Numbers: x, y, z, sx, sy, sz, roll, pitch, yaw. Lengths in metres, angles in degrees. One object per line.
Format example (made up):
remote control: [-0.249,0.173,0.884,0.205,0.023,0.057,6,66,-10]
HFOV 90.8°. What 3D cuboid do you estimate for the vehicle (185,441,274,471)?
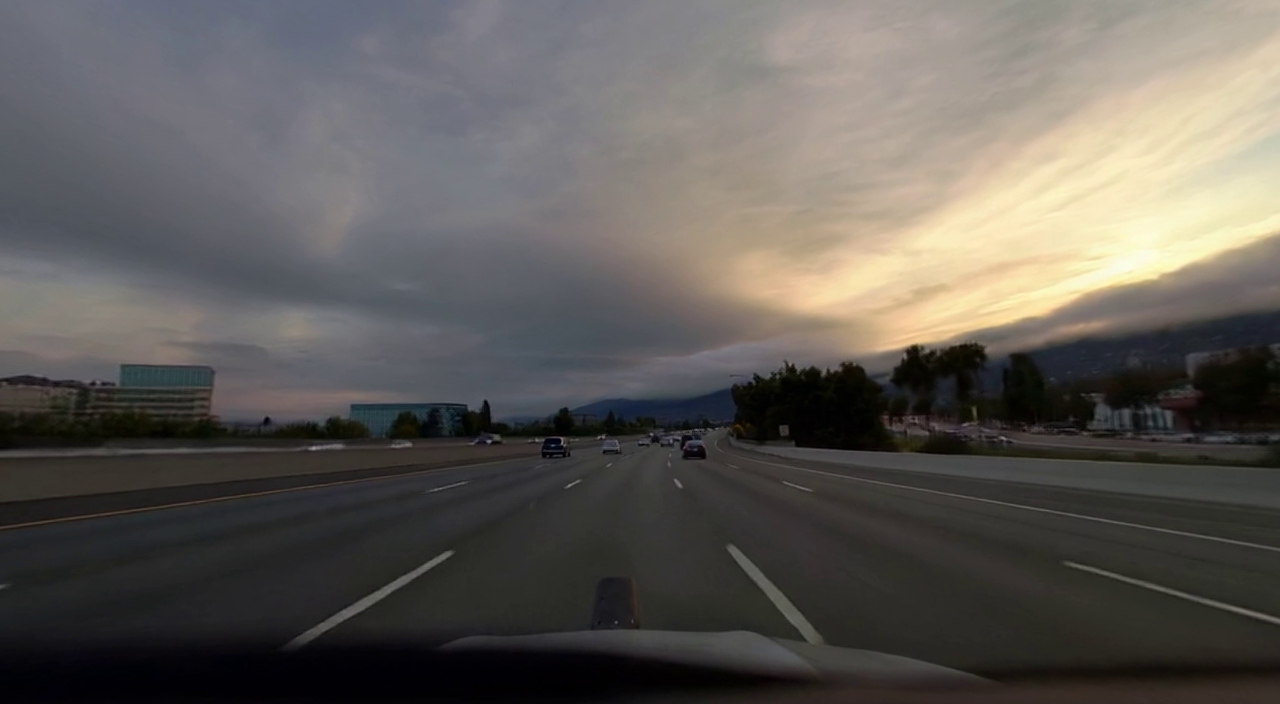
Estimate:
vehicle: [-23.214,5.882,35.937,1.899,1.560,4.551,0,-8,1]

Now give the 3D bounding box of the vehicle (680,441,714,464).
vehicle: [3.817,6.815,43.044,1.967,1.475,4.080,0,-8,1]

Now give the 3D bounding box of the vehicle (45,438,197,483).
vehicle: [-19.514,4.079,24.070,1.912,1.536,4.459,0,-8,1]
